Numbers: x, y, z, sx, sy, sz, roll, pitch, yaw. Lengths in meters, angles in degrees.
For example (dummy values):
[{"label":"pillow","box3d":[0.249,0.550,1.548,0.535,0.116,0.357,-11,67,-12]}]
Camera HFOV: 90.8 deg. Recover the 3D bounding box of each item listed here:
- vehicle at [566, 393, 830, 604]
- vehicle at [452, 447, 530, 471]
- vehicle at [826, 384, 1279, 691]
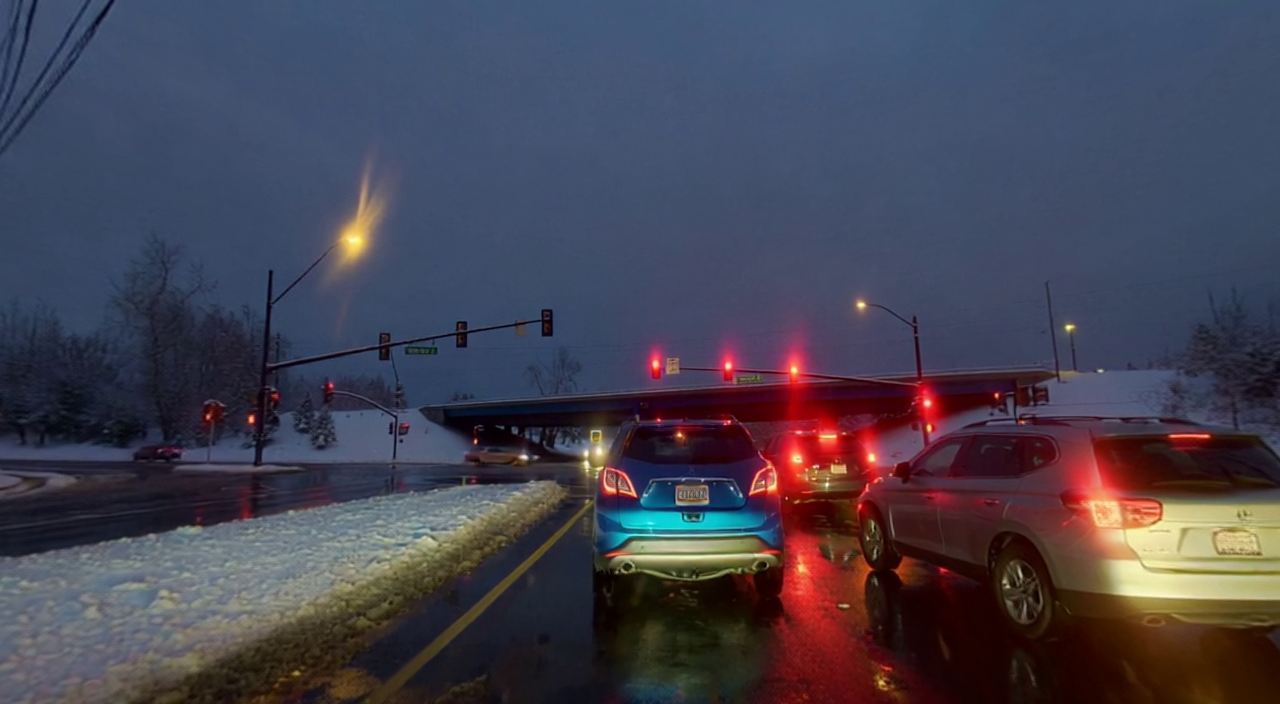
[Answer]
[{"label":"vehicle","box3d":[0.440,1.562,7.618,2.240,1.778,4.335,0,-8,-2]},{"label":"vehicle","box3d":[-9.287,6.691,39.659,4.411,1.466,1.998,0,-8,-2]},{"label":"vehicle","box3d":[3.401,1.338,5.786,1.990,1.649,4.625,0,-8,0]}]
